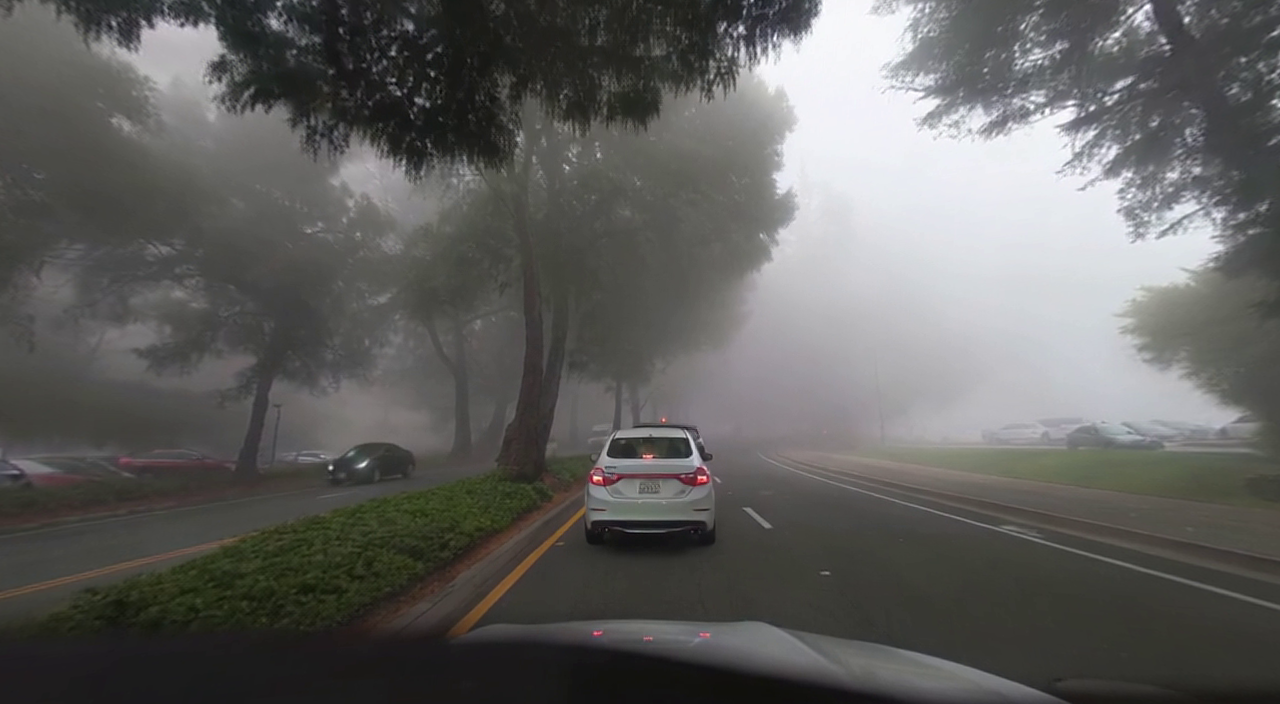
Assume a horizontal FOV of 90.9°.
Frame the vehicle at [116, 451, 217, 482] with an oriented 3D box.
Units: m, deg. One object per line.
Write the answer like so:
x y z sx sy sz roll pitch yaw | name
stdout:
-26.673 6.460 35.605 4.256 1.633 1.940 -1 -8 7 | vehicle

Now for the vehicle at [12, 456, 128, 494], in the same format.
-27.310 5.879 30.269 4.272 1.438 1.801 -5 -9 9 | vehicle

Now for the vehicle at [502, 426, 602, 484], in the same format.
-2.906 3.576 22.103 2.057 1.786 4.725 -2 -8 11 | vehicle

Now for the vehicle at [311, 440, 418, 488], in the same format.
-10.561 4.297 24.601 2.005 1.701 4.355 -1 -8 3 | vehicle

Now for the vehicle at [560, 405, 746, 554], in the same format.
0.182 1.789 9.498 2.154 1.710 4.128 -1 -8 1 | vehicle
